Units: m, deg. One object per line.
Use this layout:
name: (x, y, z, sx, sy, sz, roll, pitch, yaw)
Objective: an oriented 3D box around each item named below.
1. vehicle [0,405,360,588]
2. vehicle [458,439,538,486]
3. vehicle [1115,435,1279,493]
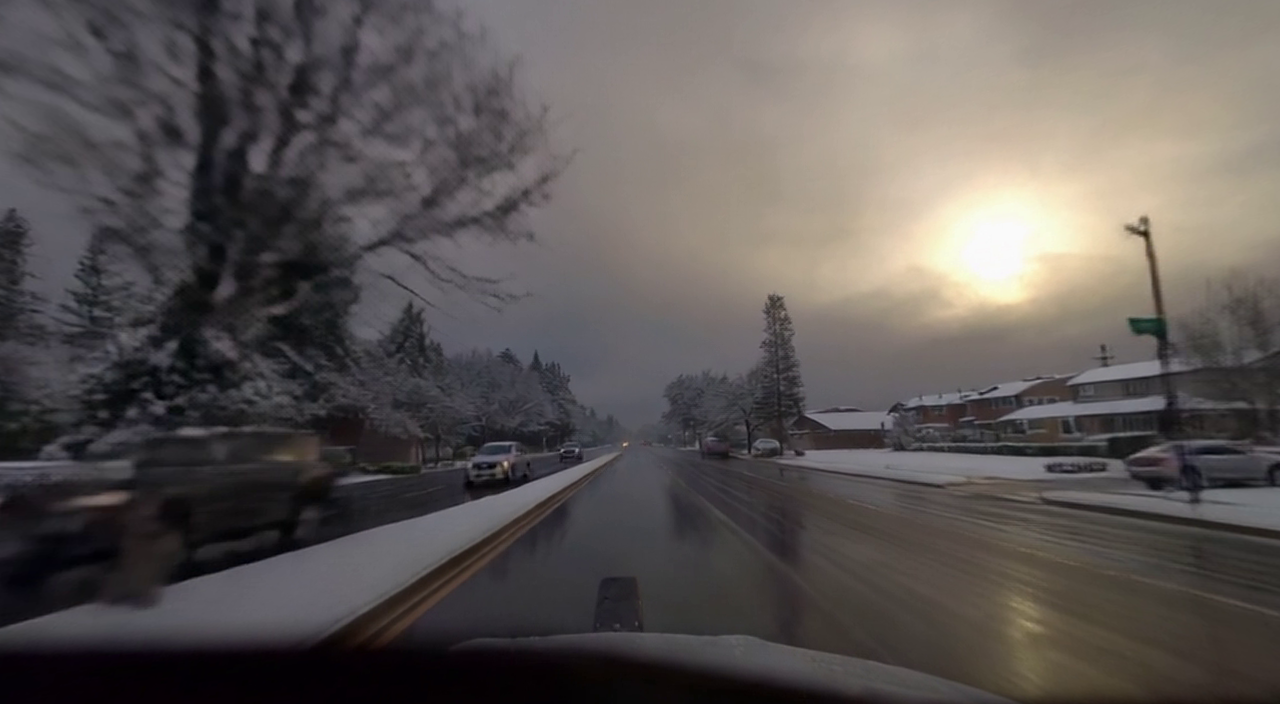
vehicle: (-6.186, 1.844, 8.891, 2.071, 1.823, 4.799, -2, -9, 2)
vehicle: (-5.307, 4.168, 24.078, 1.935, 1.521, 4.314, -3, -9, 1)
vehicle: (15.518, 2.917, 16.580, 4.500, 1.390, 1.864, 0, -8, -1)
